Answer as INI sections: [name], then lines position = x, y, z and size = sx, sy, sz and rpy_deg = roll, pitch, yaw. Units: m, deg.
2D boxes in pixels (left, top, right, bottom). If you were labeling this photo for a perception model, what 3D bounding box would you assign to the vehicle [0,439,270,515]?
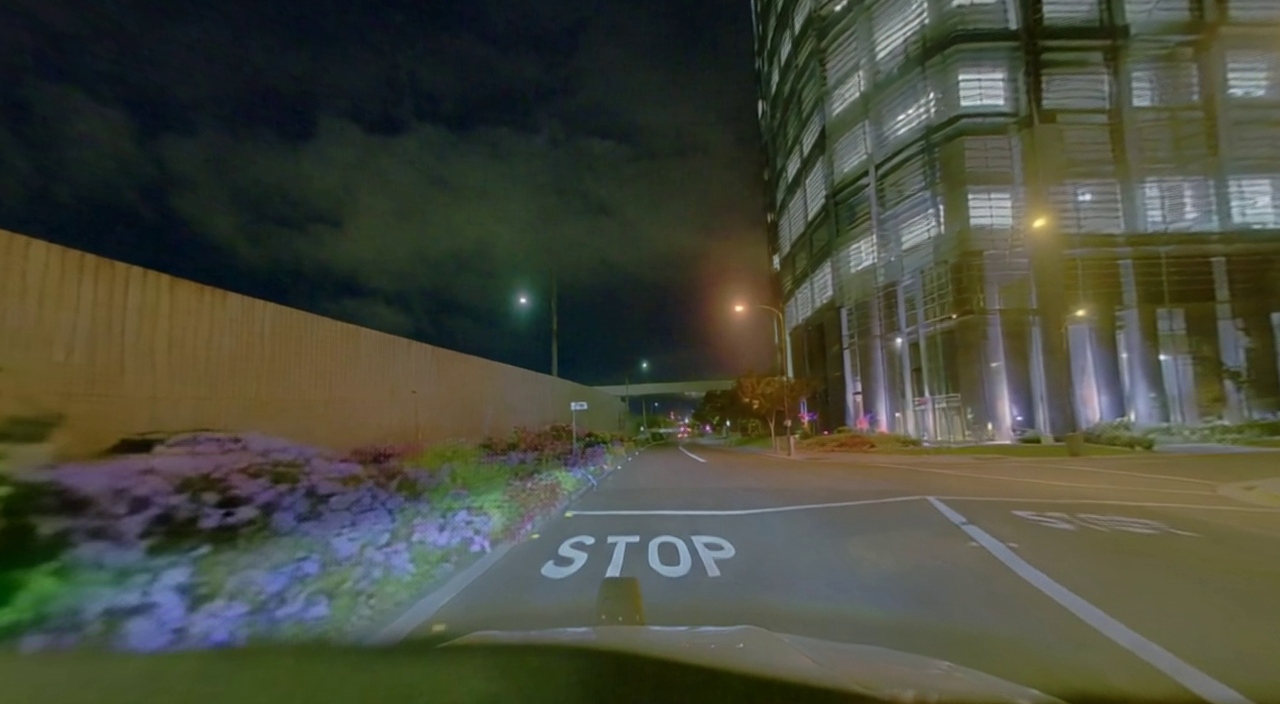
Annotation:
[vehicle]
position = -11.032, 2.687, 14.070
size = 4.694, 1.447, 2.137
rpy_deg = 5, -10, -31
